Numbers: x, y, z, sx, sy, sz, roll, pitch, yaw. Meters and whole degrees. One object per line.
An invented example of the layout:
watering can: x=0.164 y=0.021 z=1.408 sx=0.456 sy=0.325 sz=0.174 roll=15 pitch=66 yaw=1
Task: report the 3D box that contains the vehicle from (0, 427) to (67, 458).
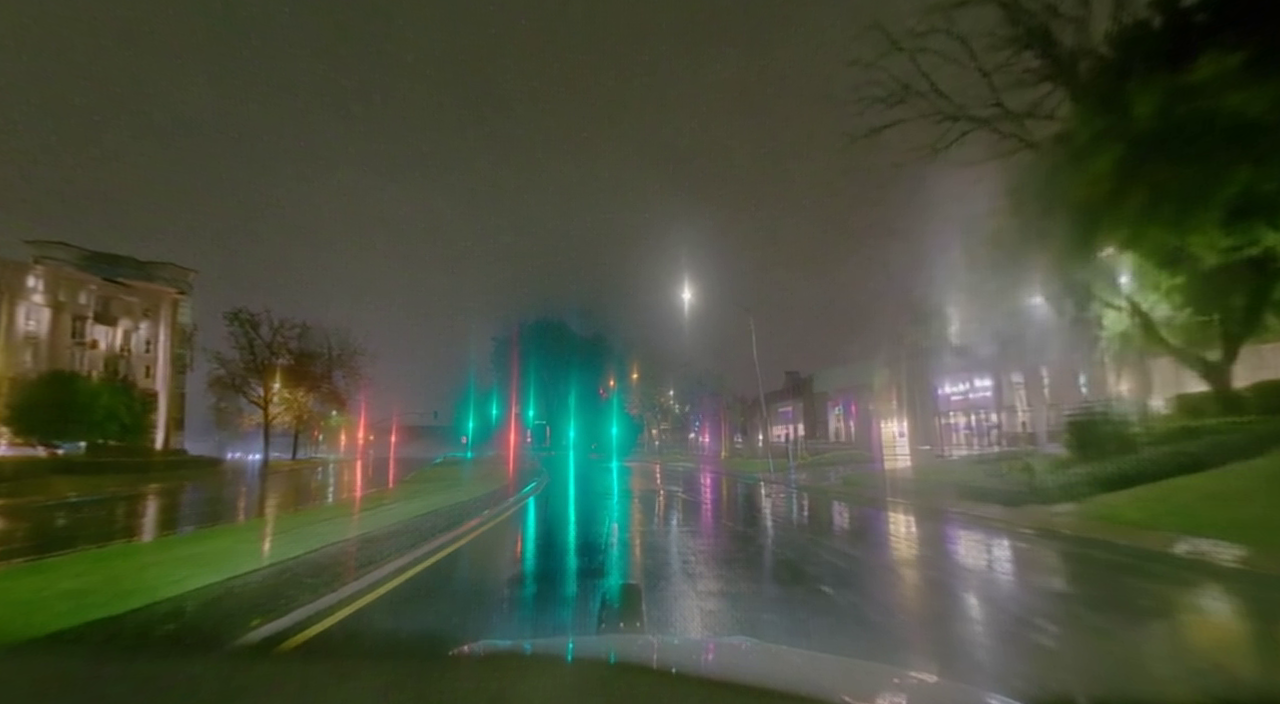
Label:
vehicle: x=-31.680 y=4.497 z=31.155 sx=4.499 sy=1.476 sz=1.927 roll=1 pitch=-9 yaw=-7
